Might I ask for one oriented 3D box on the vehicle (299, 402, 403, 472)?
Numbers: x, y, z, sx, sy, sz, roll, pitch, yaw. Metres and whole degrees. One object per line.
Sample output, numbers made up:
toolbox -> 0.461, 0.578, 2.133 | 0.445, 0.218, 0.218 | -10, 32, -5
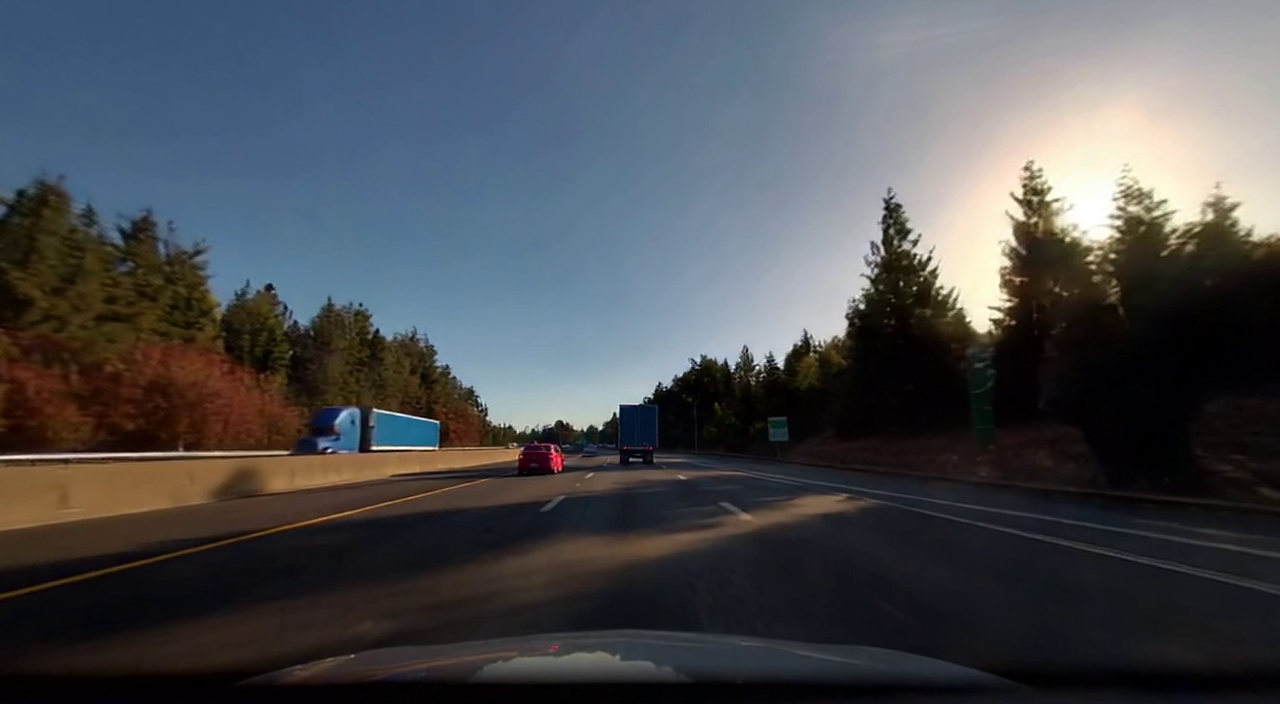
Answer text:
vehicle -> -16.815, 5.077, 37.293 | 3.091, 3.763, 6.553 | 0, -9, -1

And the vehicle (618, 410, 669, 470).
vehicle -> 0.069, 6.108, 43.306 | 2.893, 3.628, 9.081 | 0, -9, -3

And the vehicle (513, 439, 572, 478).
vehicle -> -4.293, 4.766, 28.338 | 1.977, 1.602, 3.944 | 0, -9, 0
